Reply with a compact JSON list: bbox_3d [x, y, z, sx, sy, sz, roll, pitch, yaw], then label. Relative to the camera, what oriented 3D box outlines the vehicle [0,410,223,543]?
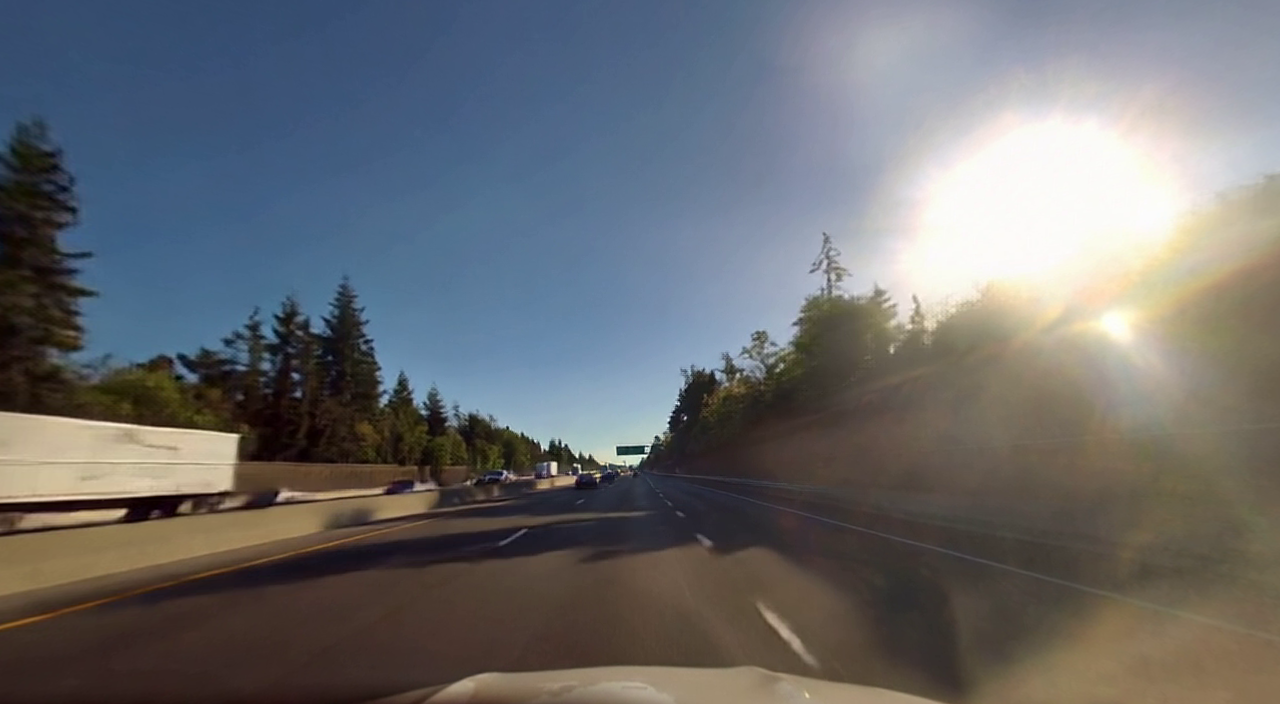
[{"bbox_3d":[-21.666,4.513,23.113,3.036,4.098,14.145,1,-11,0],"label":"vehicle"}]

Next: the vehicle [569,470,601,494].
[{"bbox_3d":[-3.562,8.484,41.337,1.863,1.486,3.852,1,-10,-1],"label":"vehicle"}]

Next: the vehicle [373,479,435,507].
[{"bbox_3d":[-13.330,7.965,35.856,1.913,1.406,4.019,0,-10,1],"label":"vehicle"}]
